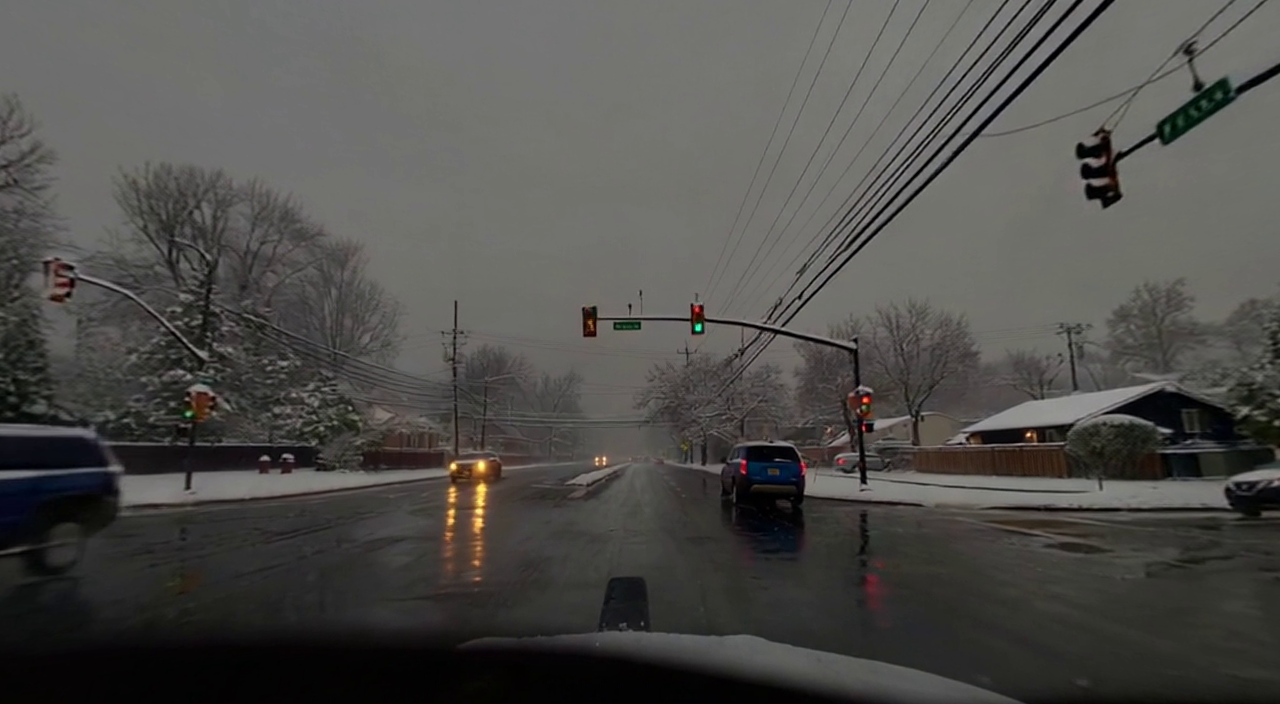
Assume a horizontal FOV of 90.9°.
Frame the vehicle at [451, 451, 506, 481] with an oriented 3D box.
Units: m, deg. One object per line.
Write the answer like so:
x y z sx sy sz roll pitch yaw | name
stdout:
-10.072 7.116 39.699 2.241 1.620 4.511 -3 -9 1 | vehicle

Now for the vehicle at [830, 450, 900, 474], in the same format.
15.579 7.643 43.835 4.135 1.558 1.929 0 -8 3 | vehicle

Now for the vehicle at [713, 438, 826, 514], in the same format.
3.501 3.451 18.100 2.144 1.843 4.827 0 -9 -1 | vehicle

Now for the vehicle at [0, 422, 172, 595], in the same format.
-7.307 1.553 6.271 1.981 1.689 4.233 0 -9 1 | vehicle
